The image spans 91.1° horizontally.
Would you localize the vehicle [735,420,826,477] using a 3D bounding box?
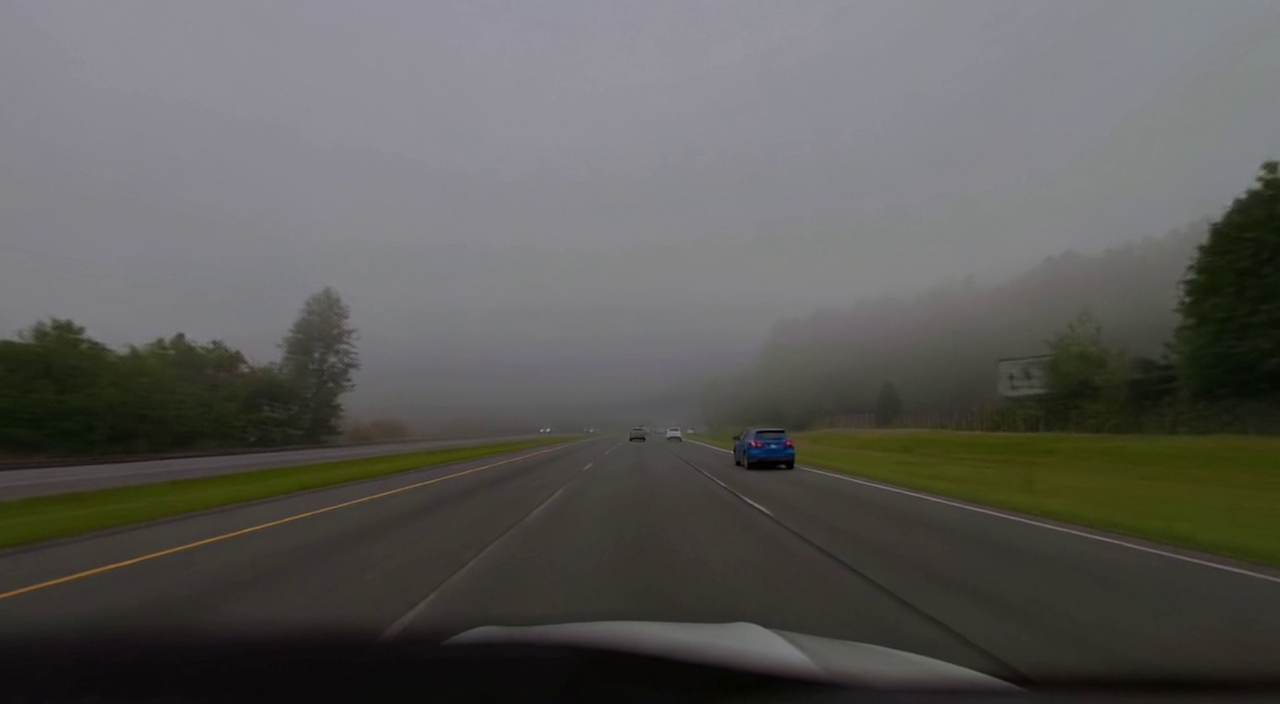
[{"bbox_3d":[4.004,2.820,18.600,1.765,1.510,3.762,0,-8,-1],"label":"vehicle"}]
